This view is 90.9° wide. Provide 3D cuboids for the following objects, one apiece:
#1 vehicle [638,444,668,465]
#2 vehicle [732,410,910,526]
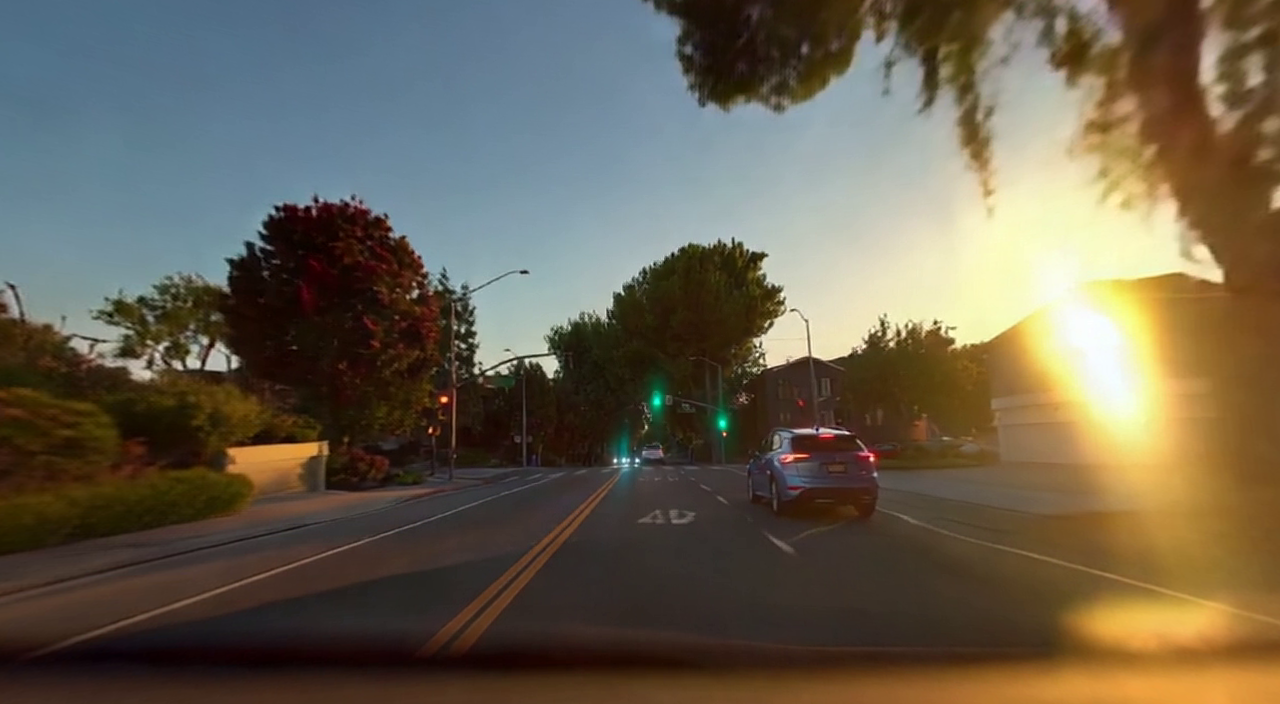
[{"bbox_3d":[0.908,7.473,45.967,2.097,1.463,4.043,0,-9,0],"label":"vehicle"},{"bbox_3d":[3.289,2.242,12.691,2.130,1.863,4.844,0,-9,0],"label":"vehicle"}]
